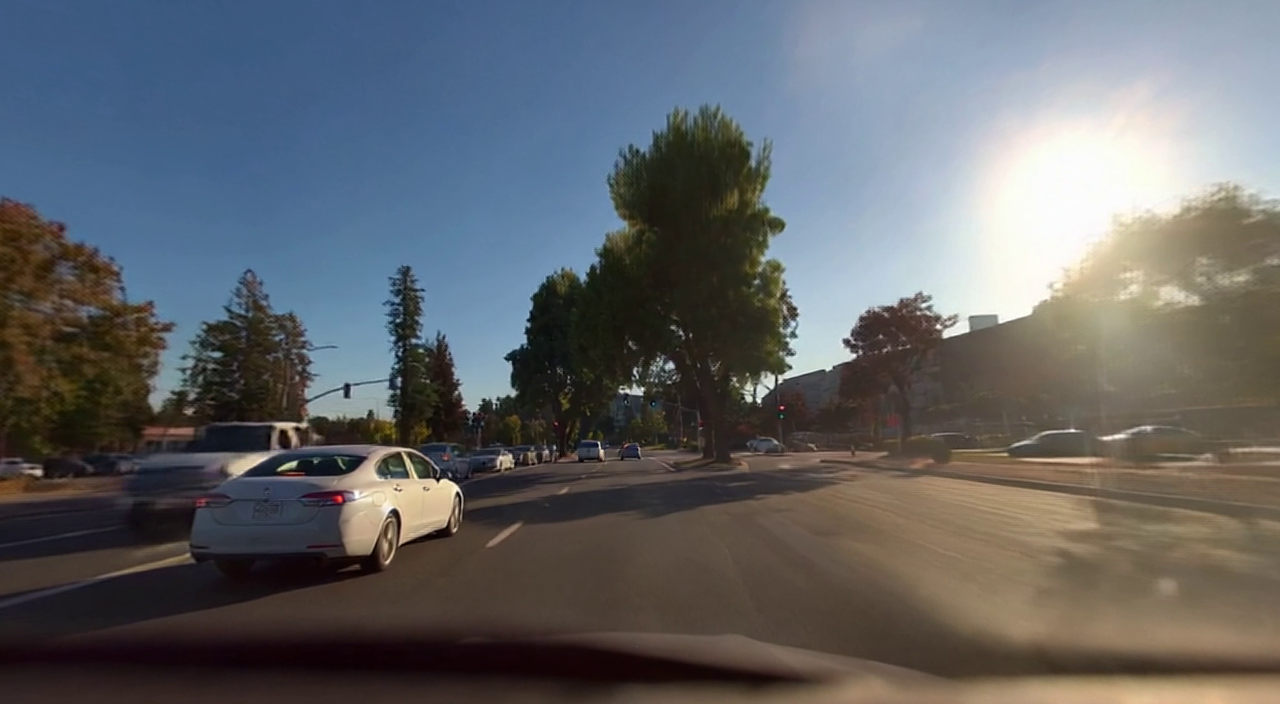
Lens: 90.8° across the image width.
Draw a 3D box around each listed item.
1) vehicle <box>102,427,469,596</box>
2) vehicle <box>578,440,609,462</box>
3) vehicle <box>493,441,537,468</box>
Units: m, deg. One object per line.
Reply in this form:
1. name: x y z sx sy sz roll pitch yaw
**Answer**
1. vehicle: -3.624 1.691 7.638 1.905 1.418 4.396 0 -9 0
2. vehicle: -3.581 7.714 49.238 2.103 1.592 4.160 0 -9 0
3. vehicle: -7.851 6.466 39.986 1.964 1.627 4.147 0 -9 0
